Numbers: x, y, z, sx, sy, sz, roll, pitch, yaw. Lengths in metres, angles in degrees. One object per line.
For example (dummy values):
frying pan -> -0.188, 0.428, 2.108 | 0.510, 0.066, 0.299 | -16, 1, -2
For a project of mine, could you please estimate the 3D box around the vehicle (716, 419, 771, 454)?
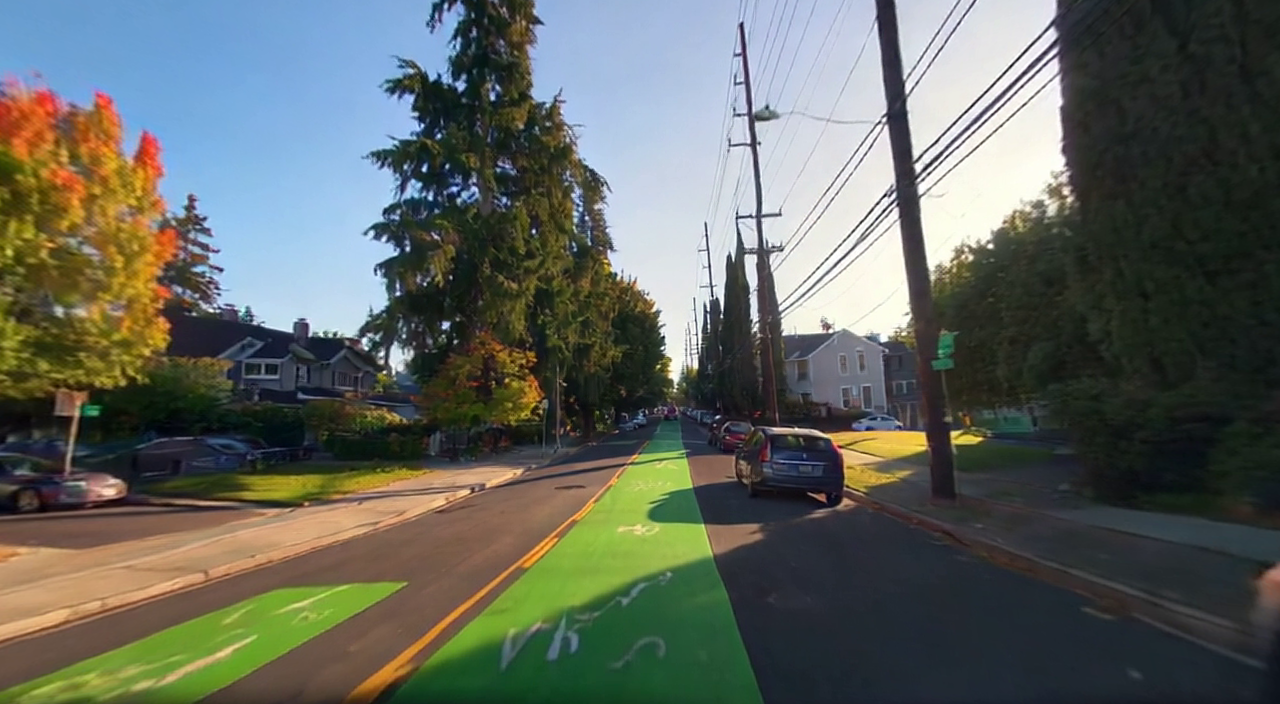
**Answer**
vehicle -> 4.833, 4.050, 29.980 | 1.981, 1.512, 4.144 | 0, -9, 1

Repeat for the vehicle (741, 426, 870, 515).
vehicle -> 3.349, 2.466, 13.635 | 2.235, 1.500, 4.496 | 0, -9, 10

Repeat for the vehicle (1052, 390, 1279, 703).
vehicle -> 3.481, 0.866, 1.606 | 1.909, 1.694, 4.472 | 0, -9, 2
